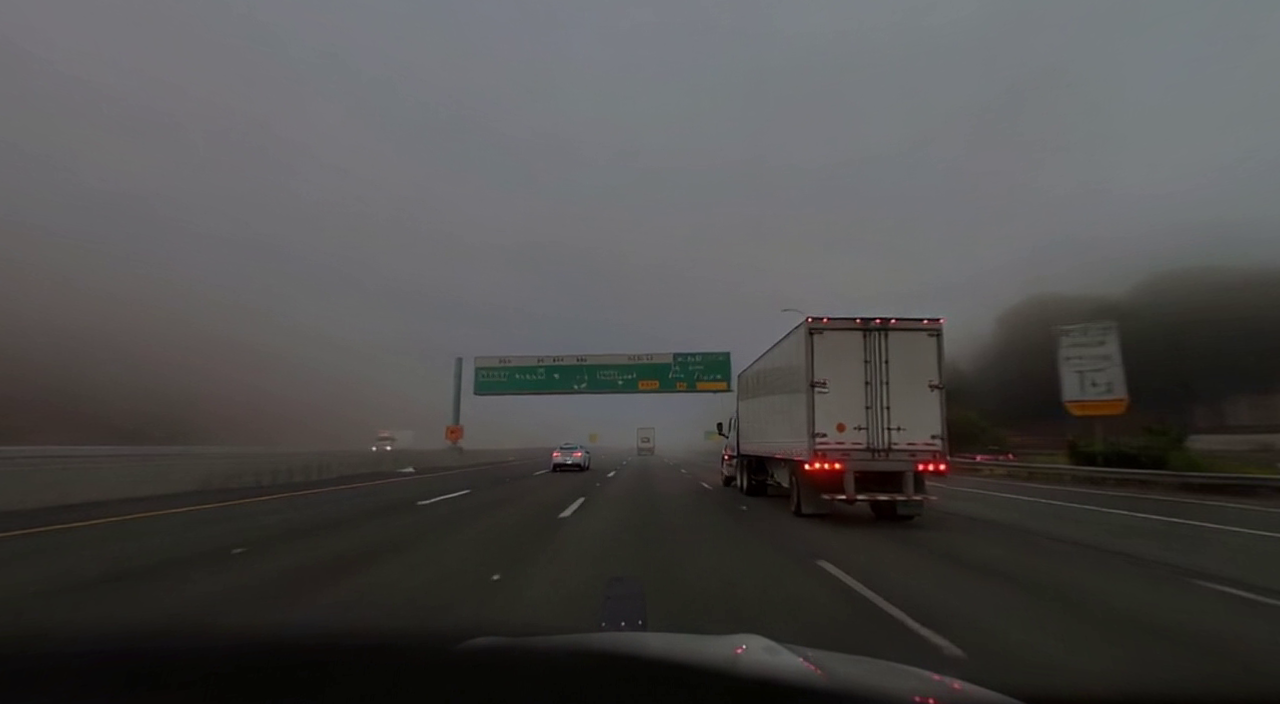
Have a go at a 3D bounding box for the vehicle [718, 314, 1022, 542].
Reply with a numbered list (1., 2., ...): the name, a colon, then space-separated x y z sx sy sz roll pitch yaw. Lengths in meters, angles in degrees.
1. vehicle: 4.048 1.882 14.670 3.049 3.395 10.595 0 -8 0

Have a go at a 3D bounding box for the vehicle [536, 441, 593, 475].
1. vehicle: -3.657 5.260 31.491 2.143 1.529 4.918 0 -8 1

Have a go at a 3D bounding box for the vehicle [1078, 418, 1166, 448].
1. vehicle: 28.657 4.840 37.498 1.928 1.603 4.315 1 -7 2
